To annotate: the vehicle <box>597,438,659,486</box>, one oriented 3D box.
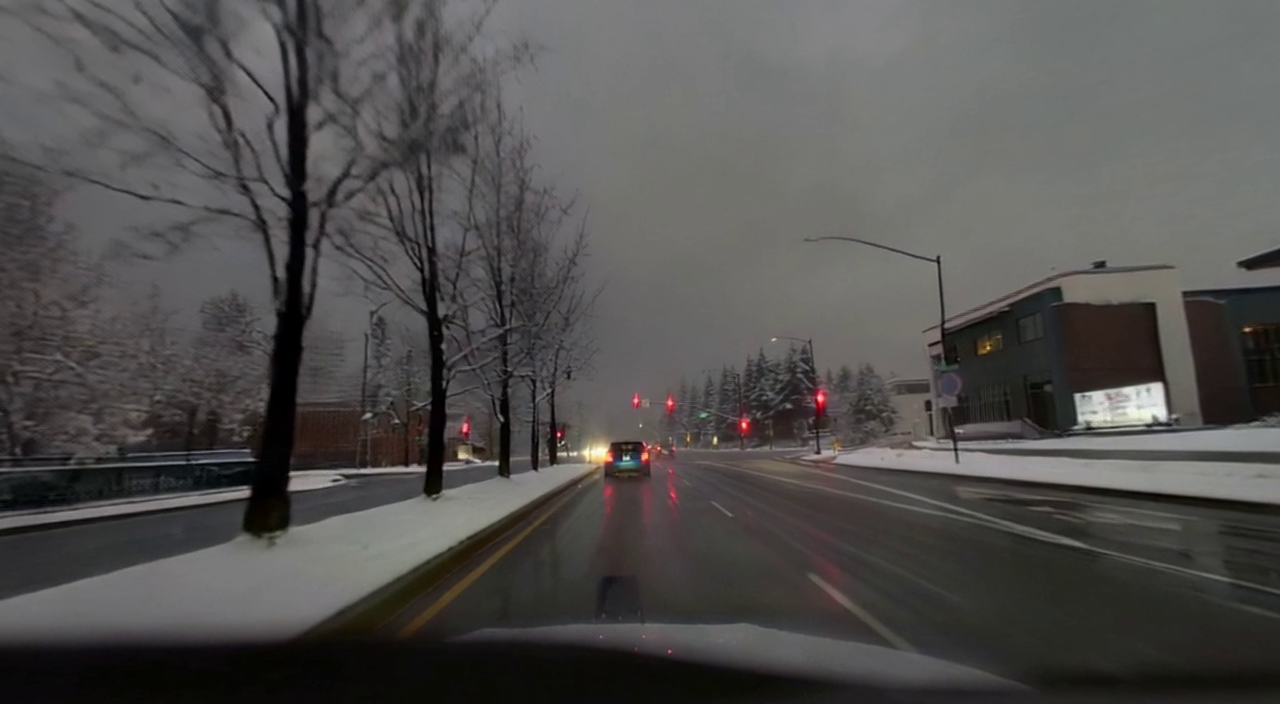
[{"bbox_3d":[-0.438,4.172,24.302,2.181,1.639,4.127,0,-9,0],"label":"vehicle"}]
